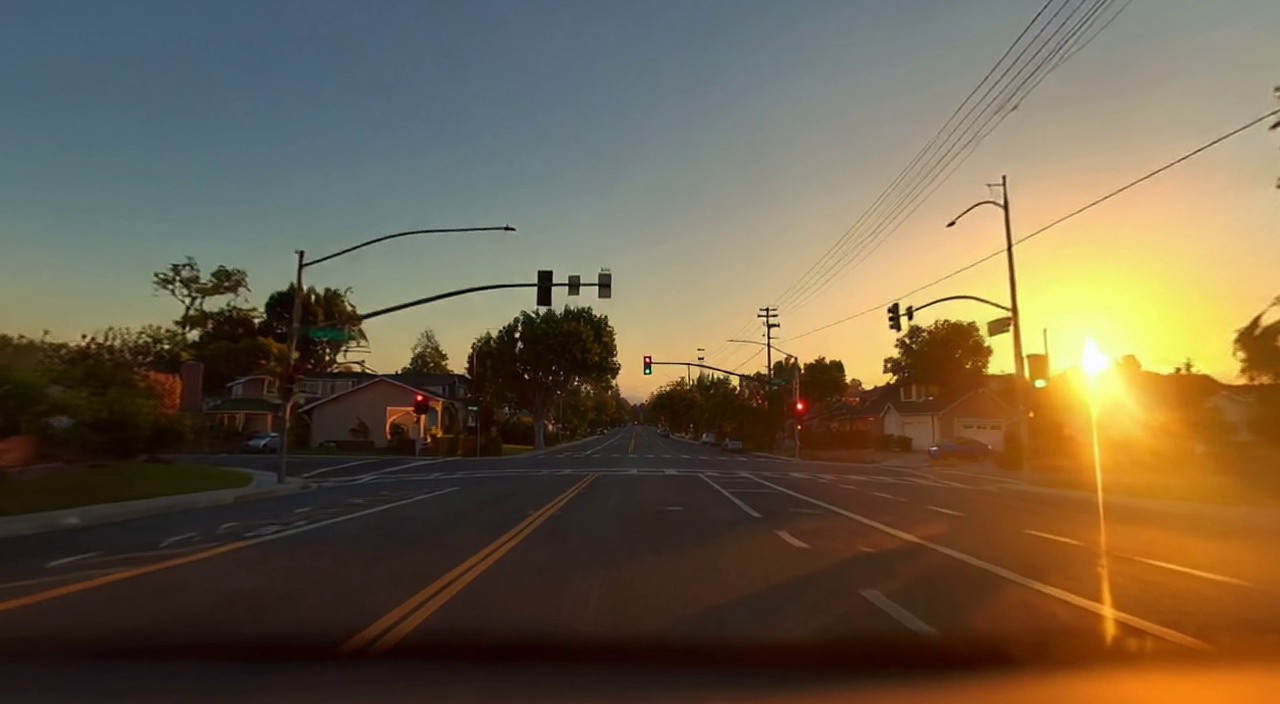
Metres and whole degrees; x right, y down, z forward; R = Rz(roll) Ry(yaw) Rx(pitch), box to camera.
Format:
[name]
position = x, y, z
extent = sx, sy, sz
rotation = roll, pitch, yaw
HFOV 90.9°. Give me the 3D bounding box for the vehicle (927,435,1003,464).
[vehicle]
position = 23.005, 6.938, 44.887
extent = 2.030, 1.927, 4.853
rotation = 2, -9, -13
